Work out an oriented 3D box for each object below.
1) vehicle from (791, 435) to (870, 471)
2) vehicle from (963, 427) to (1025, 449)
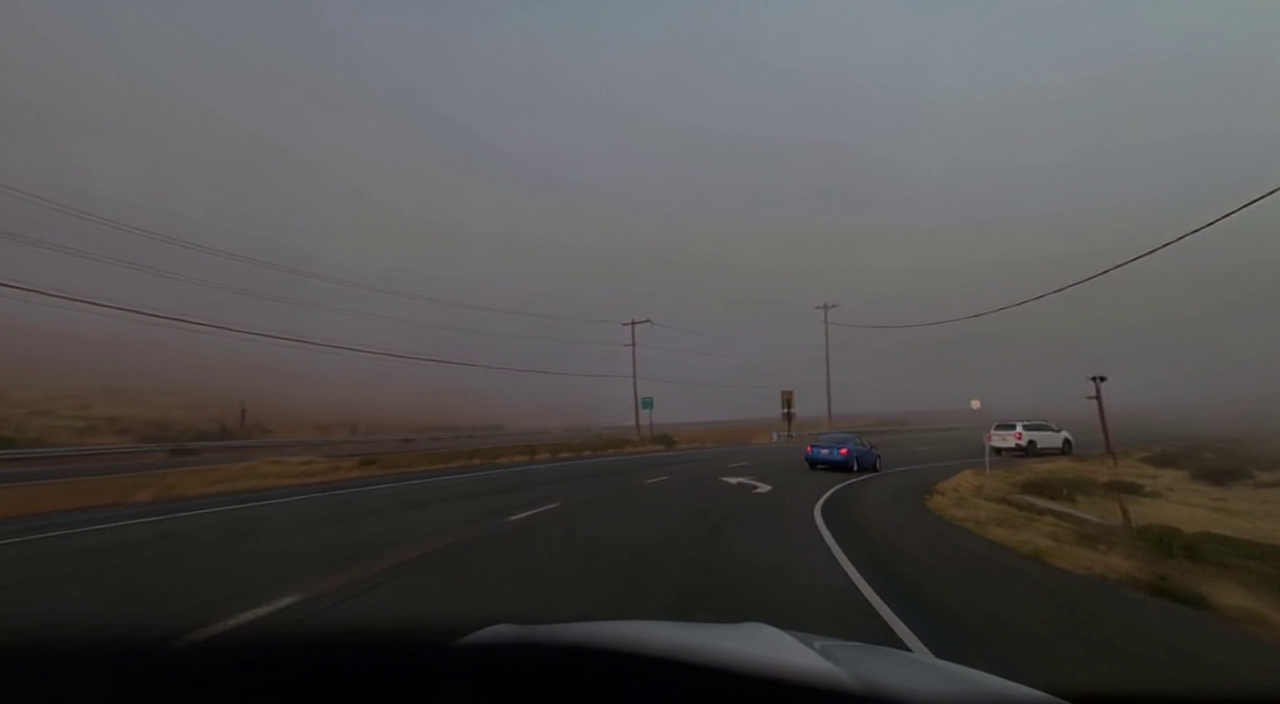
[{"bbox_3d":[8.286,4.307,27.186,2.026,1.407,4.374,-6,-10,32],"label":"vehicle"},{"bbox_3d":[24.633,6.005,43.821,4.307,1.465,1.836,5,-10,-32],"label":"vehicle"}]
